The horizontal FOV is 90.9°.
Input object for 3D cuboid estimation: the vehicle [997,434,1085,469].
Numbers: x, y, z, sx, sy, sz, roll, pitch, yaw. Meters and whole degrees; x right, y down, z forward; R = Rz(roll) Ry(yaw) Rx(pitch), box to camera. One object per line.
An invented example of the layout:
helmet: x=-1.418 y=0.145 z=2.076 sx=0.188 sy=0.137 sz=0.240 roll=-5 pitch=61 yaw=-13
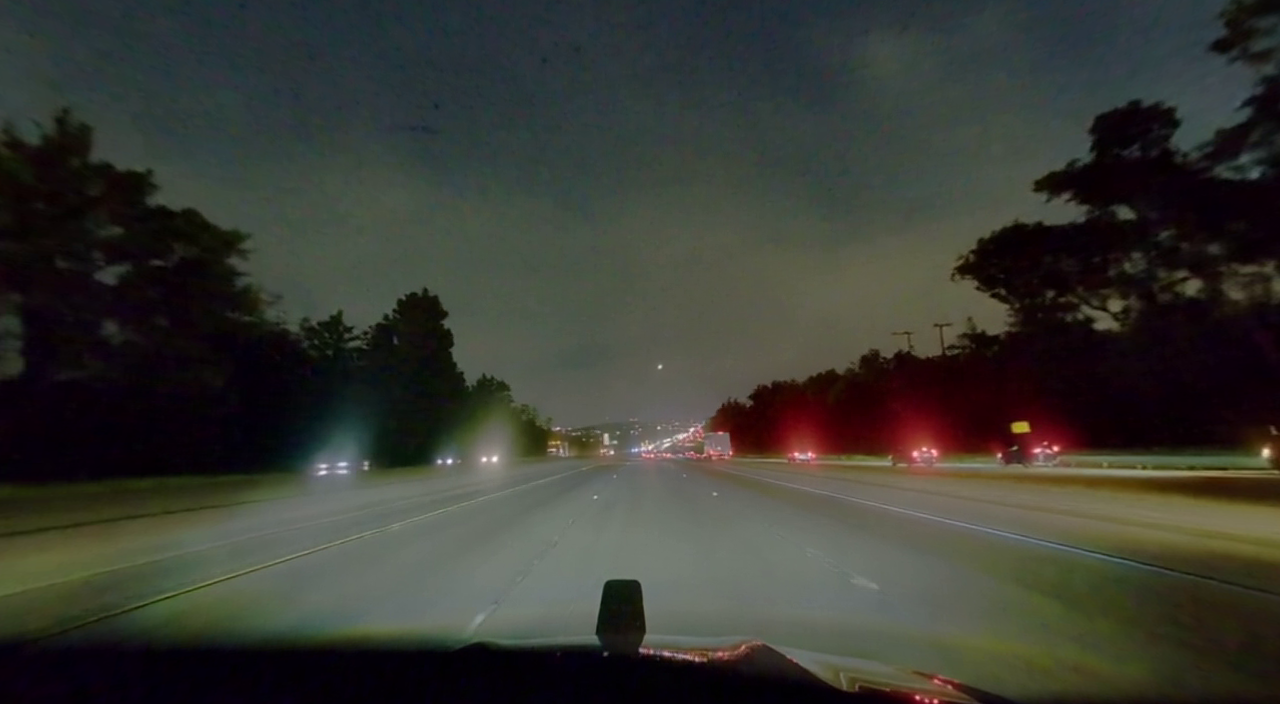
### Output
vehicle: x=22.292 y=5.566 z=35.214 sx=2.038 sy=1.823 sz=3.744 roll=1 pitch=-9 yaw=-8

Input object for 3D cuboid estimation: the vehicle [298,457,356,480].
vehicle: x=-23.825 y=8.873 z=48.147 sx=1.961 sy=1.576 sz=4.648 roll=0 pitch=-9 yaw=2
